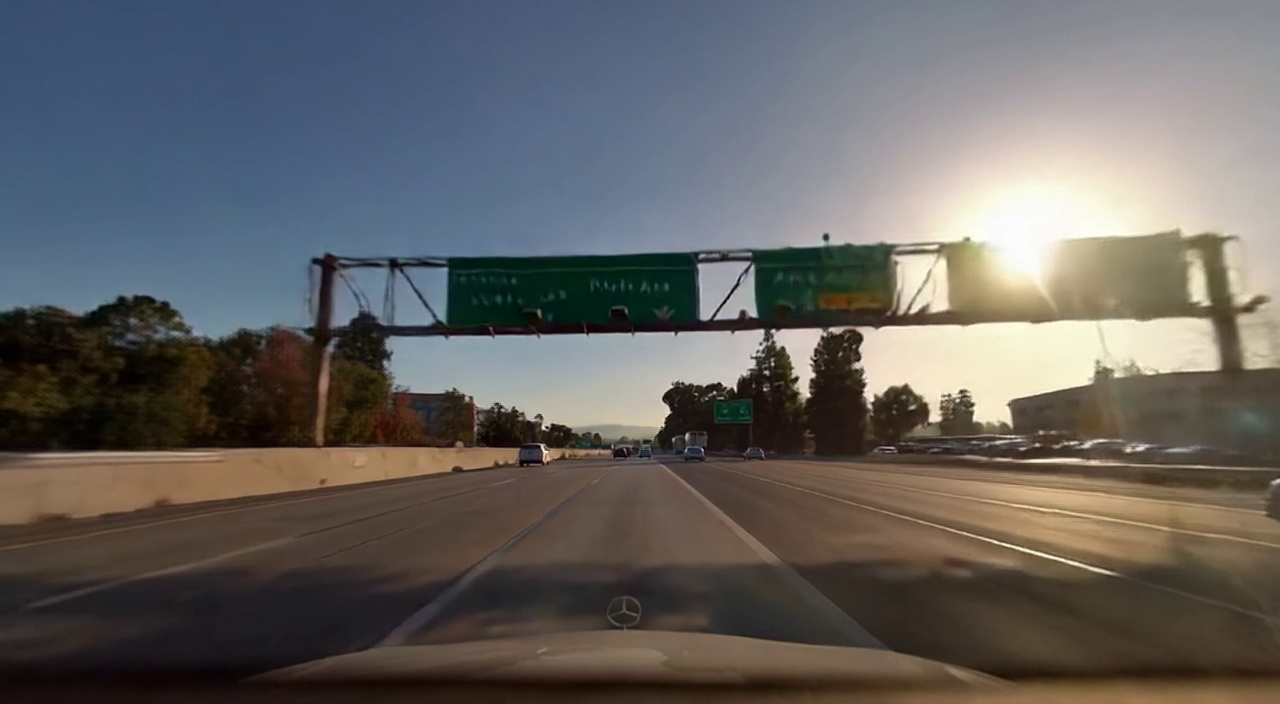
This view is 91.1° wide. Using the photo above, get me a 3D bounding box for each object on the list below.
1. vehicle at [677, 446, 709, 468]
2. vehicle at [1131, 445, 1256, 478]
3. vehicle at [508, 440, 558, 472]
[{"bbox_3d":[3.750,7.441,44.621,1.950,1.453,3.378,0,-9,-1],"label":"vehicle"},{"bbox_3d":[36.671,7.205,41.767,2.387,1.982,5.758,7,-11,-38],"label":"vehicle"},{"bbox_3d":[-6.265,6.100,37.157,2.091,1.746,4.437,0,-9,1],"label":"vehicle"}]
